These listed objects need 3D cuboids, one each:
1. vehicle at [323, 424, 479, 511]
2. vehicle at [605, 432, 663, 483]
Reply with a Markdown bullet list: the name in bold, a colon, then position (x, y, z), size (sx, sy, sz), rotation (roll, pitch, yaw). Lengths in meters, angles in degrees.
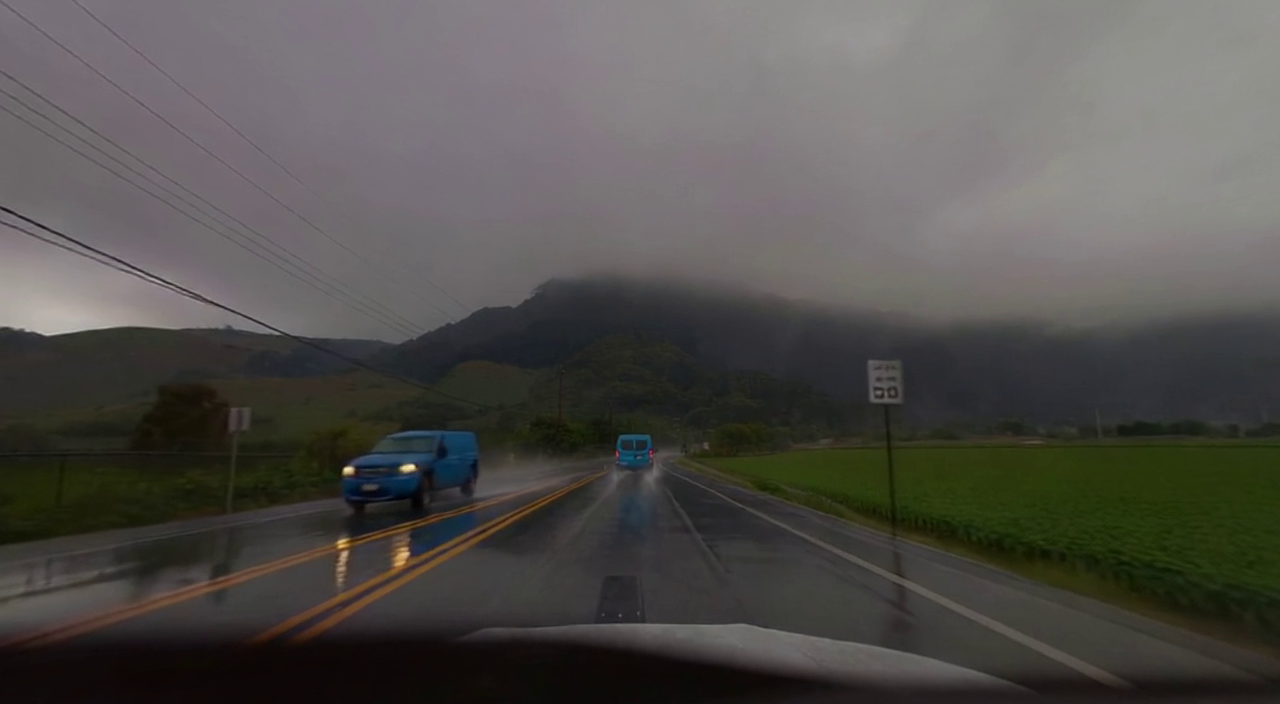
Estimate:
- **vehicle**: position (-6.538, 3.213, 18.059), size (2.213, 2.108, 5.027), rotation (0, -9, 4)
- **vehicle**: position (-0.204, 4.822, 29.091), size (2.454, 2.144, 4.535), rotation (0, -8, 1)
